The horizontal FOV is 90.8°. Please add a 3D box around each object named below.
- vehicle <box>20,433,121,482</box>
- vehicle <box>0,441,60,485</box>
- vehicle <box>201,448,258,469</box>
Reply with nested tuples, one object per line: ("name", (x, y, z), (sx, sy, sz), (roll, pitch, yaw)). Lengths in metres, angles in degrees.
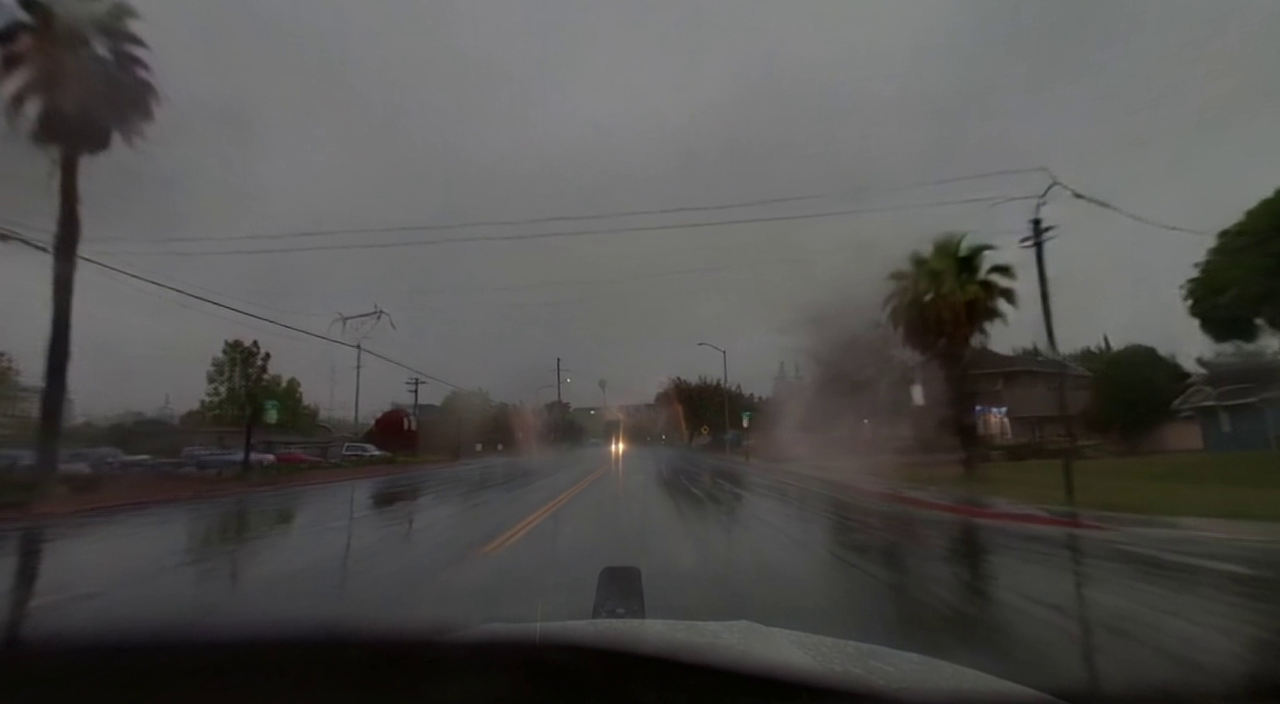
("vehicle", (-26.863, 4.919, 29.776), (4.793, 2.087, 1.929), (-4, -10, 30))
("vehicle", (-26.743, 4.690, 26.765), (4.270, 1.690, 1.978), (-6, -9, 32))
("vehicle", (-32.441, 8.406, 49.884), (4.072, 1.545, 1.920), (-4, -9, 27))
